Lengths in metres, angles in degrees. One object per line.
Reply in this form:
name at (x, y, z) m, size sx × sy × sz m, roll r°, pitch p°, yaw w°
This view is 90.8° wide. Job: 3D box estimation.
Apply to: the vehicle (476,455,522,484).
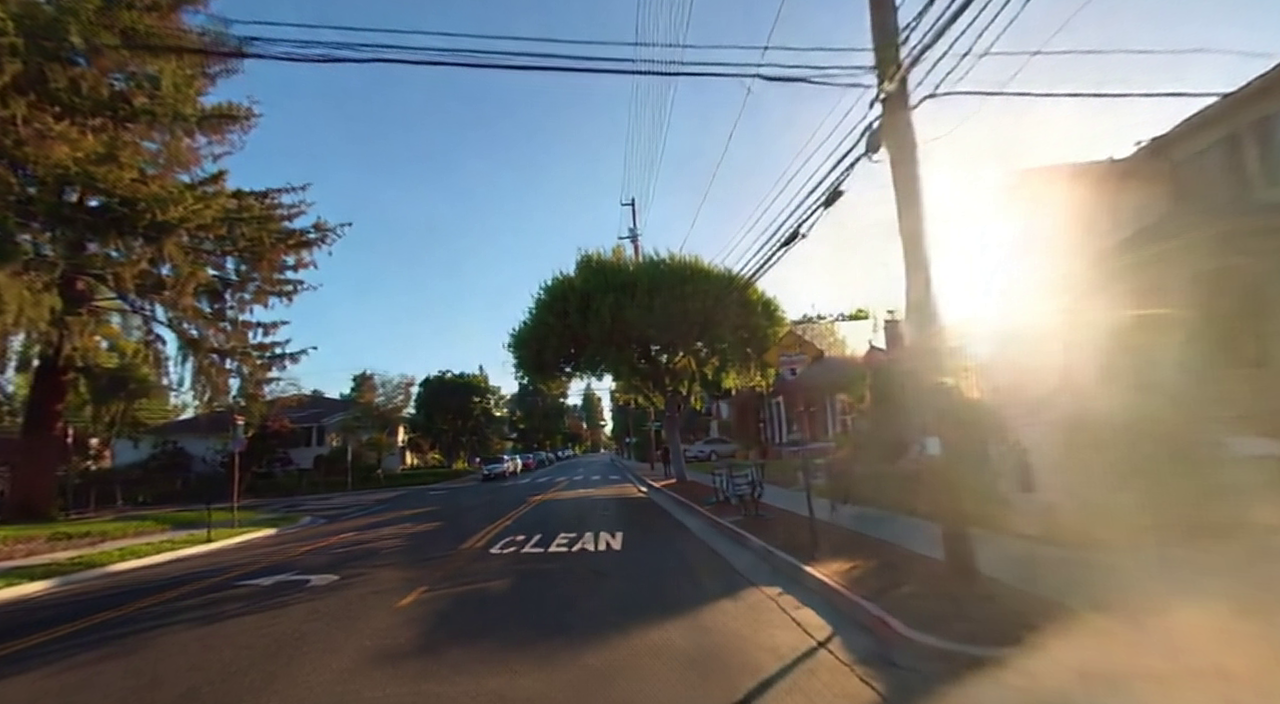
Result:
vehicle at (-9.384, 7.826, 42.418) m, size 2.203 × 1.787 × 4.704 m, roll 0°, pitch -9°, yaw -3°
